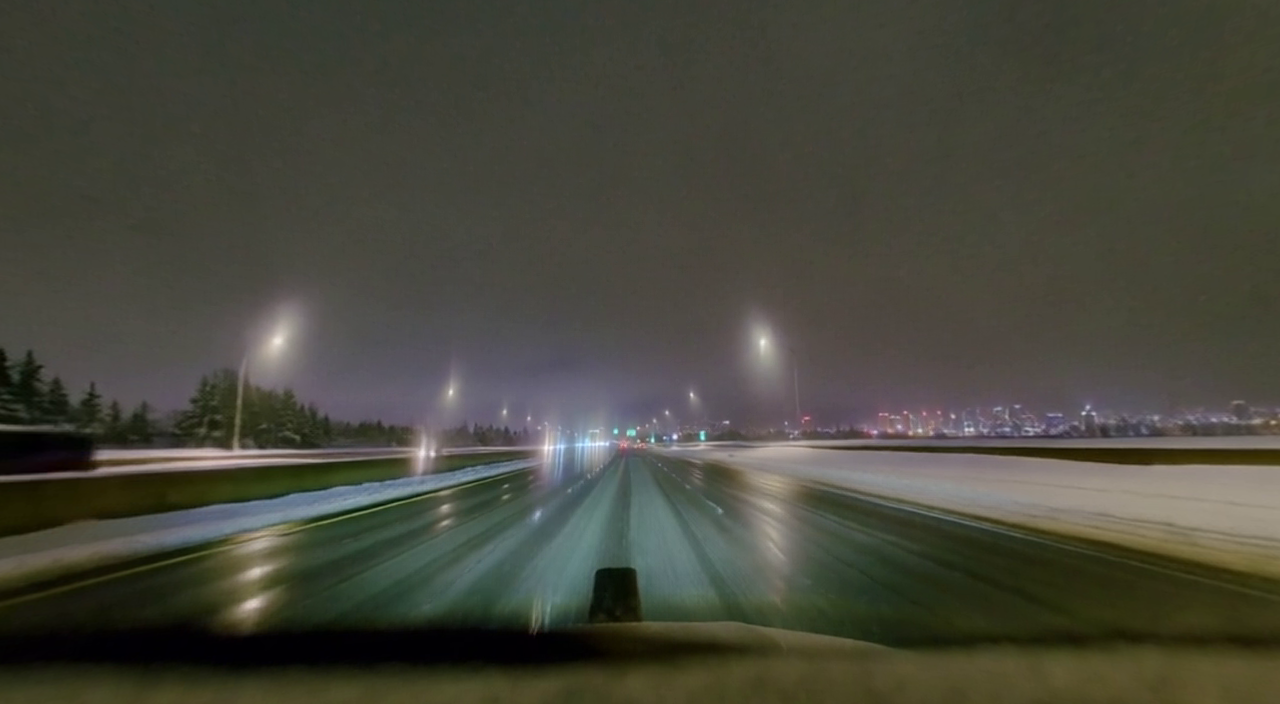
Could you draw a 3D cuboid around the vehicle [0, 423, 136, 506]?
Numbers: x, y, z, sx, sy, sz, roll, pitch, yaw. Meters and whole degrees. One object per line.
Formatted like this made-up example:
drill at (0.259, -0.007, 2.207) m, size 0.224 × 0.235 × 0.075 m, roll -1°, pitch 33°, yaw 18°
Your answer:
vehicle at (-15.476, 2.603, 14.659) m, size 2.475 × 1.824 × 6.214 m, roll -1°, pitch -8°, yaw -1°
